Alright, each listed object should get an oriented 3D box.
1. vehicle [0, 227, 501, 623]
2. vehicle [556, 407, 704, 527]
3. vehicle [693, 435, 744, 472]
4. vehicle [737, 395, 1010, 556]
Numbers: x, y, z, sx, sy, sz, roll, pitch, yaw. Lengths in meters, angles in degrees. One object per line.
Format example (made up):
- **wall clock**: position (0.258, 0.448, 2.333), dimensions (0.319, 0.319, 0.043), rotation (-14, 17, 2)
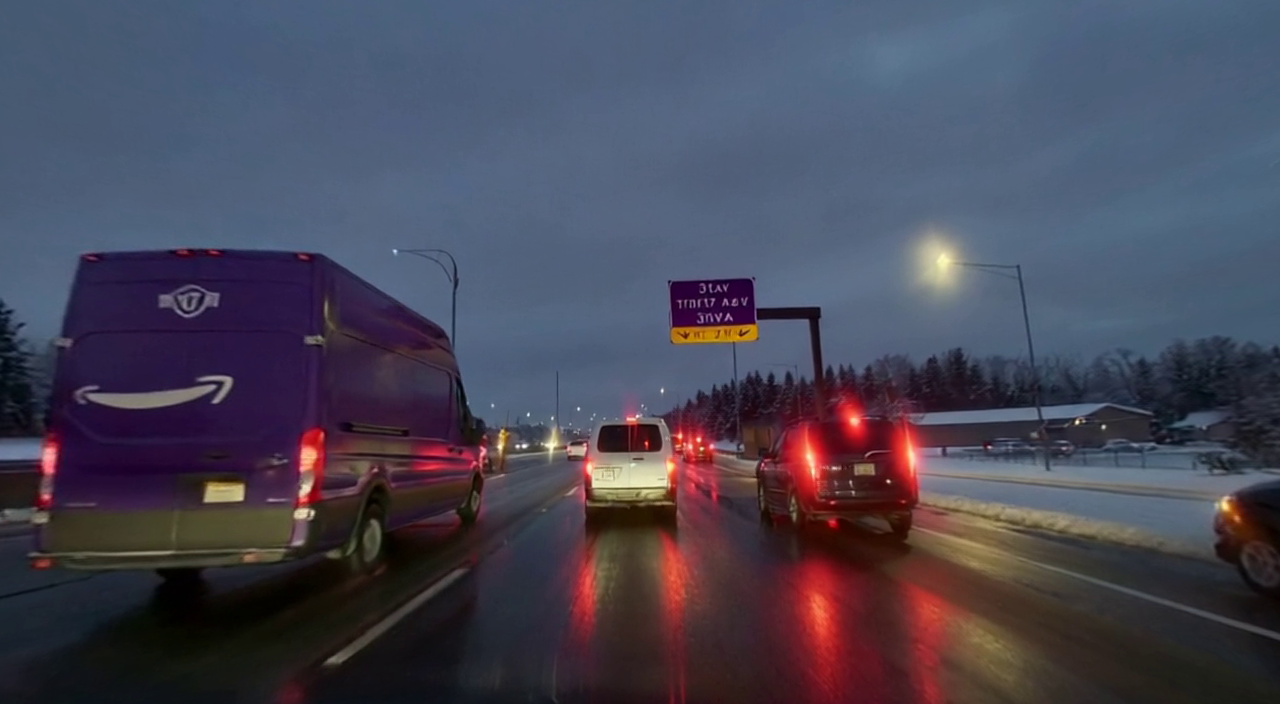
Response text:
- **vehicle**: position (-3.695, 0.957, 7.828), dimensions (2.415, 2.821, 6.636), rotation (0, -9, 0)
- **vehicle**: position (-0.141, 2.110, 11.966), dimensions (2.287, 1.823, 4.369), rotation (0, -9, 0)
- **vehicle**: position (3.958, 5.190, 32.324), dimensions (2.064, 1.720, 4.416), rotation (0, -9, 0)
- **vehicle**: position (3.174, 1.850, 10.115), dimensions (2.341, 1.890, 5.144), rotation (1, -9, -1)
